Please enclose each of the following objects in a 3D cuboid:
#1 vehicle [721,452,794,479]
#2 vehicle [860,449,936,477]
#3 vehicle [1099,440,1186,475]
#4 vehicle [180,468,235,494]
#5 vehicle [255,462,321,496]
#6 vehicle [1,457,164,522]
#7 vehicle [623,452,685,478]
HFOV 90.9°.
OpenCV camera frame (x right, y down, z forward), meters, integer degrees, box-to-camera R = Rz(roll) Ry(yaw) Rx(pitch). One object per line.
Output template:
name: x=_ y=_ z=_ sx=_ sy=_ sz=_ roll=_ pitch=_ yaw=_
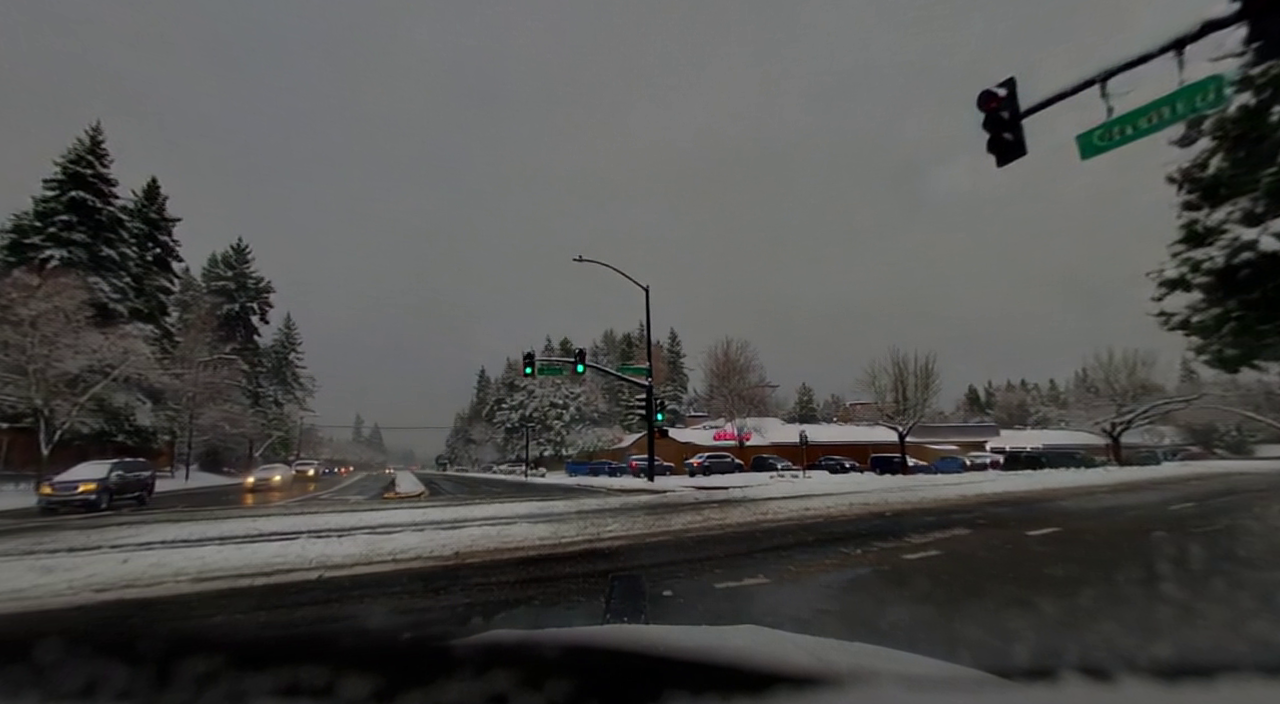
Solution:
vehicle: x=7.904 y=7.588 z=42.457 sx=4.375 sy=1.685 sz=2.045 roll=3 pitch=-9 yaw=-22
vehicle: x=17.125 y=7.317 z=41.825 sx=4.530 sy=1.696 sz=1.979 roll=4 pitch=-9 yaw=-24
vehicle: x=28.414 y=5.910 z=35.603 sx=4.781 sy=1.849 sz=2.355 roll=6 pitch=-10 yaw=-34
vehicle: x=-29.421 y=8.757 z=42.997 sx=1.842 sy=1.474 sz=4.712 roll=3 pitch=-9 yaw=-19
vehicle: x=-17.829 y=6.414 z=32.164 sx=1.961 sy=1.492 sz=4.702 roll=3 pitch=-9 yaw=-18
vehicle: x=-18.419 y=4.485 z=21.207 sx=2.124 sy=1.793 sz=4.709 roll=2 pitch=-9 yaw=-15
vehicle: x=1.109 y=8.589 z=48.138 sx=4.669 sy=1.770 sz=1.896 roll=7 pitch=-11 yaw=-39
